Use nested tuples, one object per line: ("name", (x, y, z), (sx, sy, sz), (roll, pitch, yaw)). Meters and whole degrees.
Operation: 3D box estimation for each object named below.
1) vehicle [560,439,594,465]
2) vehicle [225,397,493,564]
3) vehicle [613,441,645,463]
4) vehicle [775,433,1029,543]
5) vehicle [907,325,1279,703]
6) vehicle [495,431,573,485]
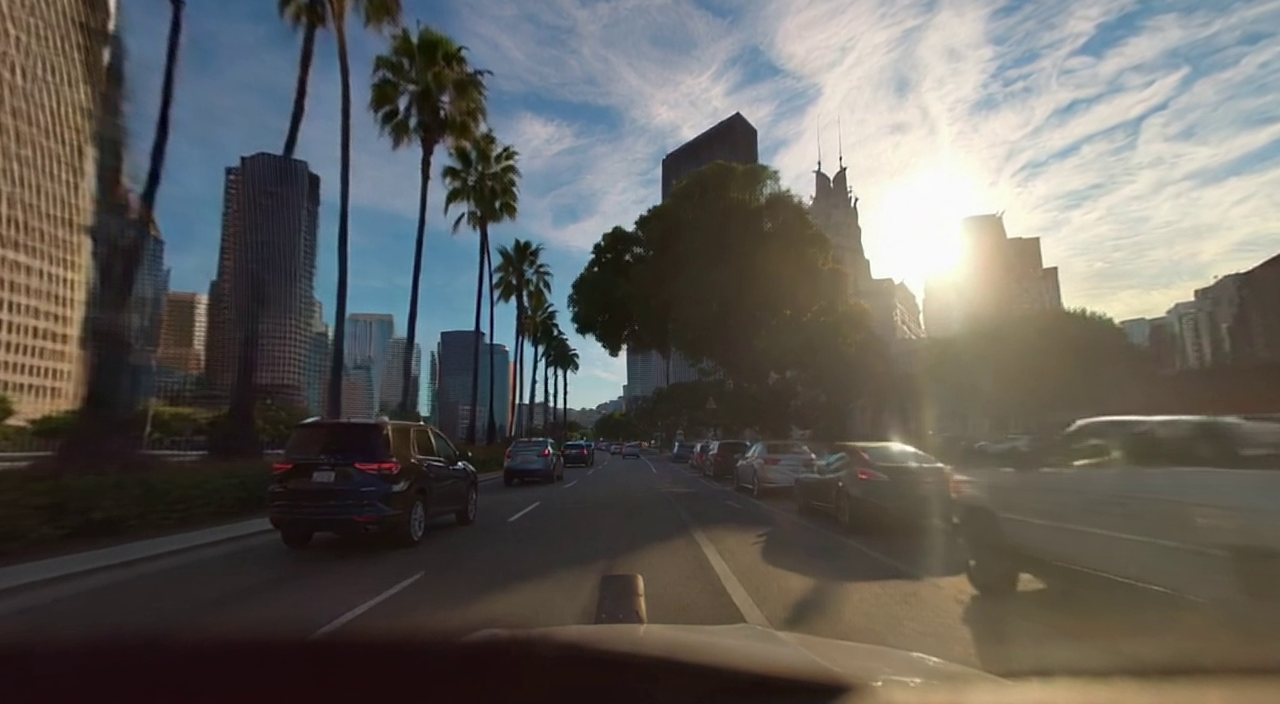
("vehicle", (-4.227, 6.756, 42.734), (1.955, 1.637, 4.243), (0, -8, -1))
("vehicle", (-3.540, 1.700, 8.978), (1.800, 1.797, 4.224), (0, -8, 1))
("vehicle", (-0.816, 6.908, 43.512), (2.036, 1.461, 3.890), (1, -8, -4))
("vehicle", (4.019, 2.172, 10.822), (2.138, 1.447, 4.793), (0, -8, -2))
("vehicle", (4.049, 1.037, 4.388), (2.035, 1.902, 5.079), (0, -8, -1))
("vehicle", (-3.684, 3.766, 22.668), (2.014, 1.740, 4.392), (0, -8, 0))
